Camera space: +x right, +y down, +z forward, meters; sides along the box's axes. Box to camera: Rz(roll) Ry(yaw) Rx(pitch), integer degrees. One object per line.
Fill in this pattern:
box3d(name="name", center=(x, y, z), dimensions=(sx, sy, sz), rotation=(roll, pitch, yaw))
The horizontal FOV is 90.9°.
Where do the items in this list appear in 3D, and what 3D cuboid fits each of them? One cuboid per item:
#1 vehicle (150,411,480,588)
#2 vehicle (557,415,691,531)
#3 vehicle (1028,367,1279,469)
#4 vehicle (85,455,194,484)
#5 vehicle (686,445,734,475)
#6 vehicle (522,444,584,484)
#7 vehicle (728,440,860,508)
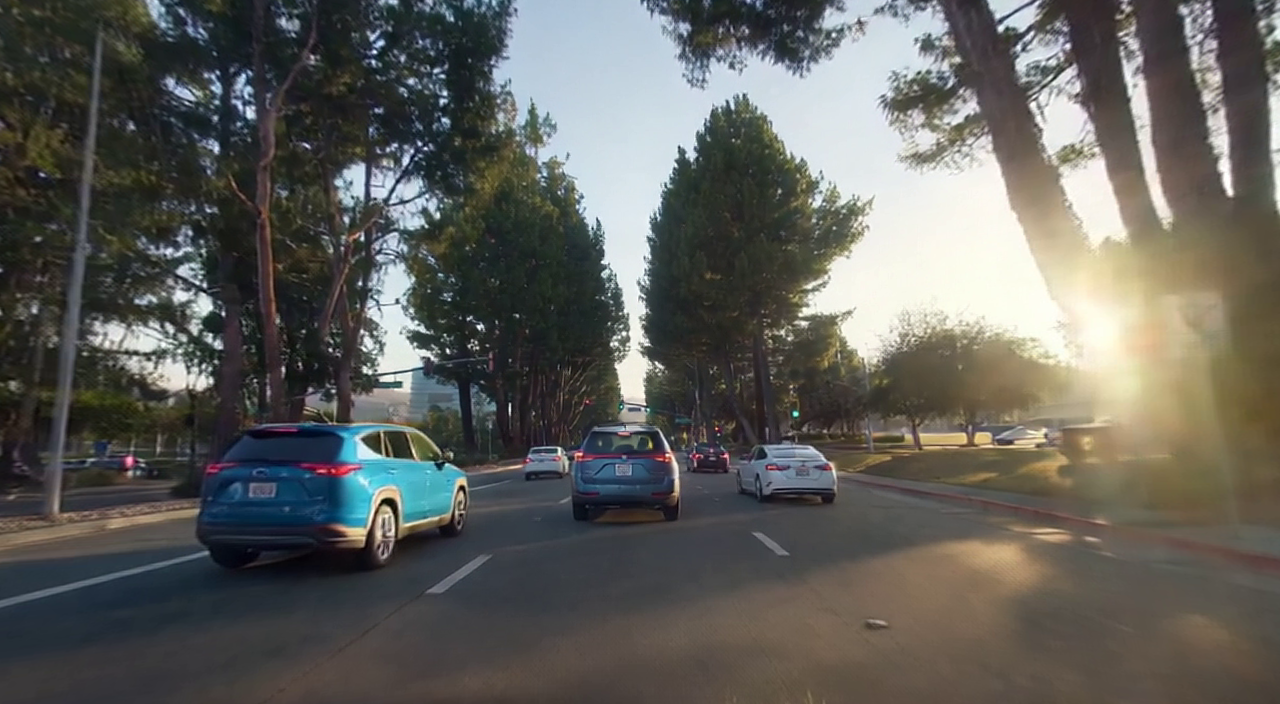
box3d(name="vehicle", center=(-3.733, 1.759, 8.352), dimensions=(2.039, 1.709, 4.265), rotation=(0, -8, 1))
box3d(name="vehicle", center=(-0.250, 2.261, 12.316), dimensions=(2.132, 1.816, 4.471), rotation=(0, -8, 0))
box3d(name="vehicle", center=(17.795, 2.281, 21.415), dimensions=(7.314, 3.230, 2.680), rotation=(0, -8, -1))
box3d(name="vehicle", center=(-33.954, 7.973, 42.912), dimensions=(5.352, 1.850, 2.276), rotation=(0, -8, -2))
box3d(name="vehicle", center=(3.574, 5.641, 33.115), dimensions=(1.996, 1.443, 4.270), rotation=(0, -8, -1))
box3d(name="vehicle", center=(-3.444, 4.509, 25.765), dimensions=(1.897, 1.479, 4.204), rotation=(0, -8, 1))
box3d(name="vehicle", center=(3.766, 3.077, 16.458), dimensions=(2.036, 1.480, 4.659), rotation=(0, -8, -3))
